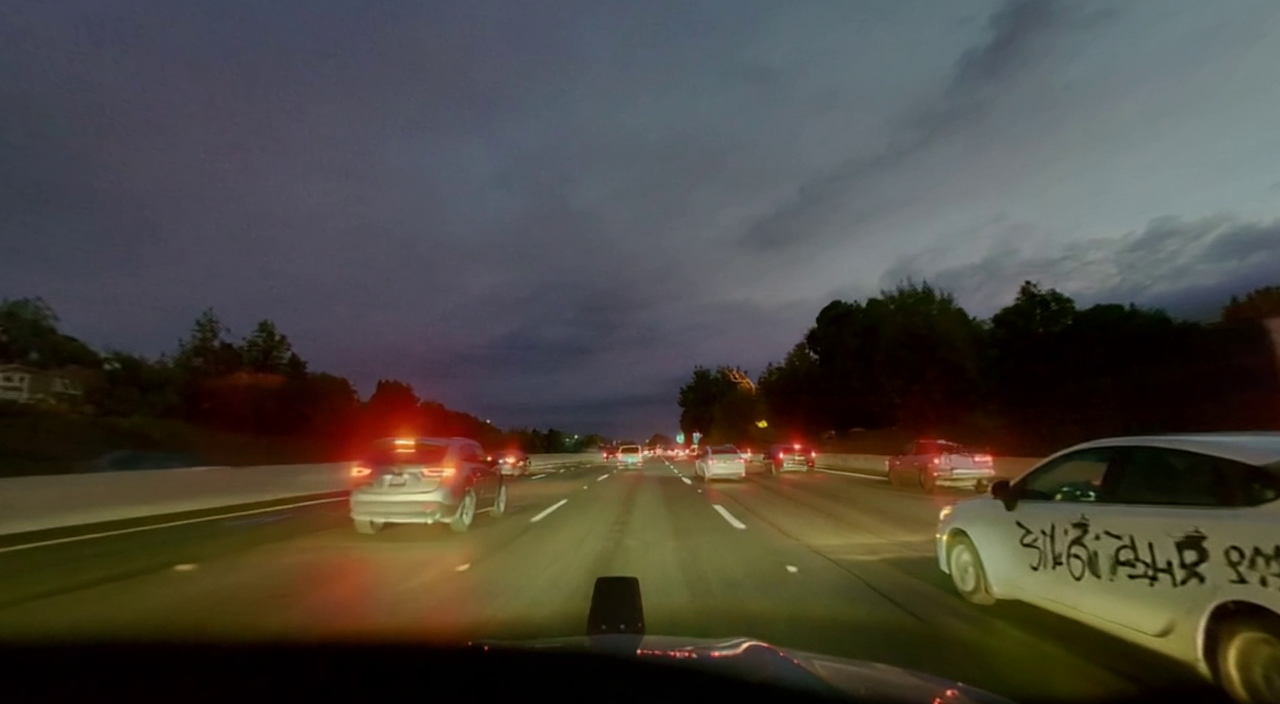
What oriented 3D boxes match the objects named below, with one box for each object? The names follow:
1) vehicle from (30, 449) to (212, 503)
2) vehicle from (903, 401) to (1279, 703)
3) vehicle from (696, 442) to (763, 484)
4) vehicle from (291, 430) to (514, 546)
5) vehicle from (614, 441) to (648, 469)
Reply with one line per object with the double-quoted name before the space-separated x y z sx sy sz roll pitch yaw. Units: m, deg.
"vehicle" -19.682 4.679 24.432 2.117 1.790 5.755 0 -8 1
"vehicle" 3.637 1.195 4.190 1.912 1.509 4.291 0 -8 0
"vehicle" 3.268 4.137 23.801 1.854 1.438 3.954 0 -8 -1
"vehicle" -3.705 2.190 10.882 2.136 1.571 4.285 0 -8 1
"vehicle" -0.635 6.932 42.523 2.183 1.764 4.134 0 -8 -1
